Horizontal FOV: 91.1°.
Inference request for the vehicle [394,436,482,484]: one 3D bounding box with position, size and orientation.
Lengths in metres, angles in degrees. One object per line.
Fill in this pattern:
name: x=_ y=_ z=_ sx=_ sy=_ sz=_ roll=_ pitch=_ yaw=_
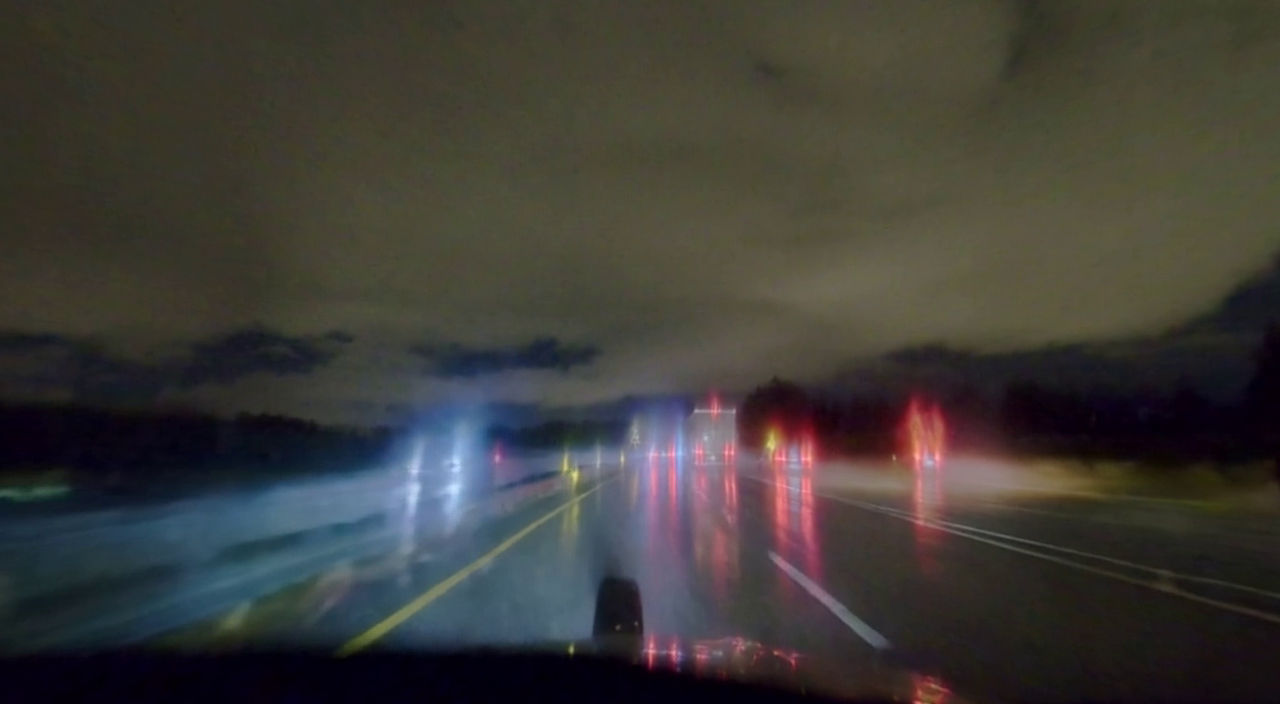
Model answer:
vehicle: x=-11.017 y=5.955 z=35.006 sx=2.407 sy=2.392 sz=6.388 roll=-1 pitch=-9 yaw=3
